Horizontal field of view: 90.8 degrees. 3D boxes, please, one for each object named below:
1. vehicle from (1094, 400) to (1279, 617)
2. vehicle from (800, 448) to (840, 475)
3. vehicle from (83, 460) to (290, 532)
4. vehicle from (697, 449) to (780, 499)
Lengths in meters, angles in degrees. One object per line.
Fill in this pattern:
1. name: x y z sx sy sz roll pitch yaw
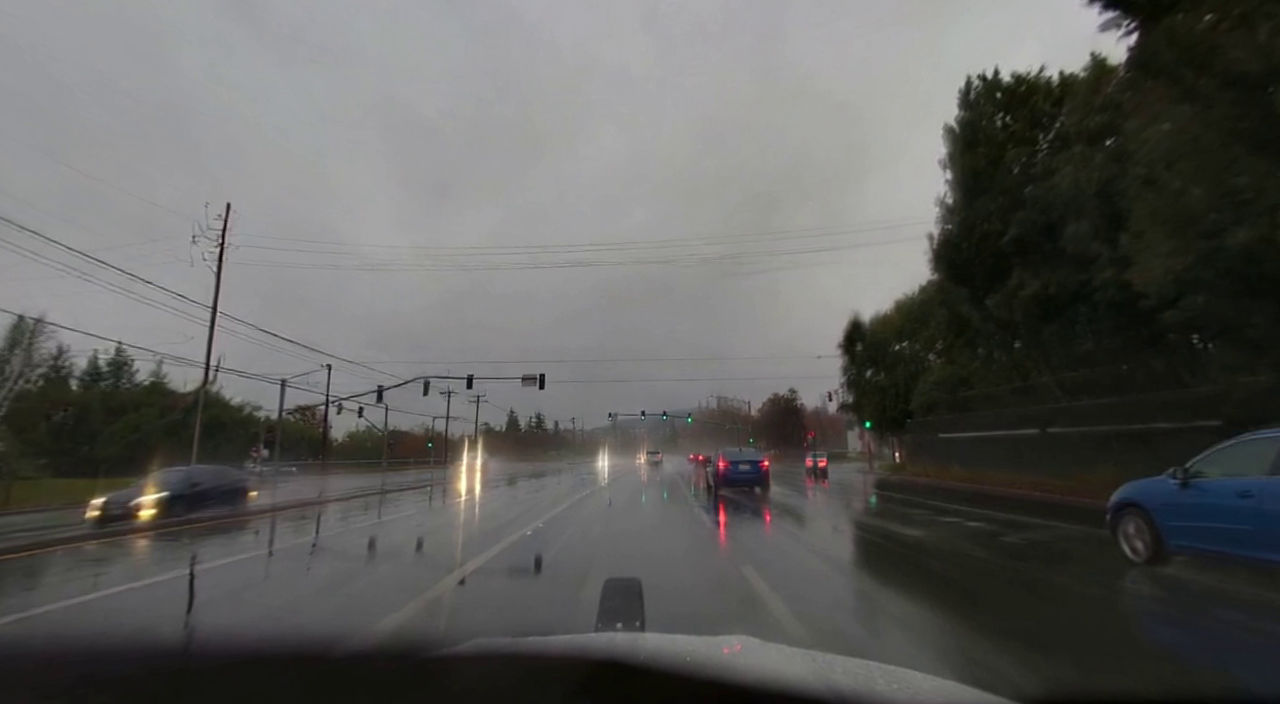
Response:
1. vehicle: 6.352 1.286 5.144 2.029 1.795 4.371 0 -9 0
2. vehicle: 12.601 7.684 44.479 1.949 1.758 4.215 -1 -9 6
3. vehicle: -11.373 3.597 16.381 1.916 1.486 4.563 0 -8 1
4. vehicle: 3.161 4.010 21.178 2.035 1.460 4.392 0 -8 0
